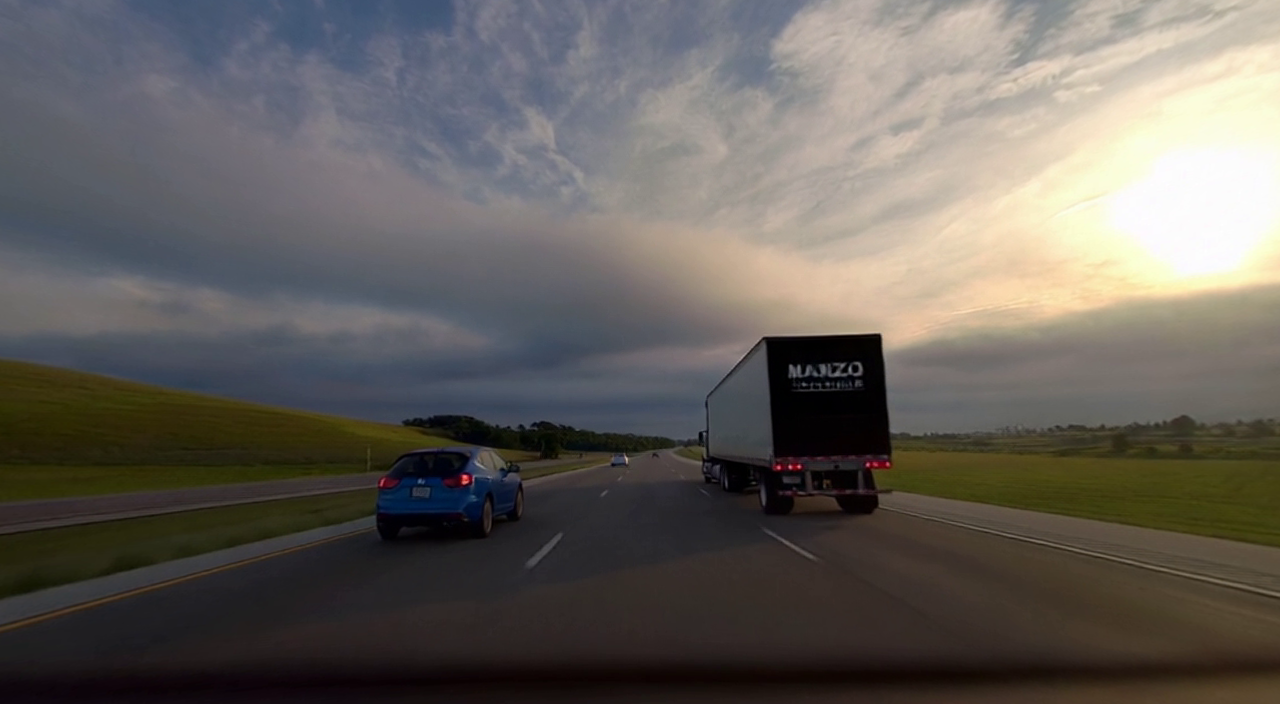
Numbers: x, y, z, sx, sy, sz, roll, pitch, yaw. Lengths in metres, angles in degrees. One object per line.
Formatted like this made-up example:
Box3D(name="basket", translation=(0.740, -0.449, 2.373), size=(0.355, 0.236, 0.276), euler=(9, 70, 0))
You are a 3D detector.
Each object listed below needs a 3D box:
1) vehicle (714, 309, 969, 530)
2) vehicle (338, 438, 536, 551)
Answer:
Box3D(name="vehicle", translation=(4.453, 2.256, 18.489), size=(2.832, 4.034, 13.924), euler=(0, -9, 0))
Box3D(name="vehicle", translation=(-3.172, 2.310, 10.918), size=(1.945, 1.537, 4.294), euler=(0, -9, 1))
